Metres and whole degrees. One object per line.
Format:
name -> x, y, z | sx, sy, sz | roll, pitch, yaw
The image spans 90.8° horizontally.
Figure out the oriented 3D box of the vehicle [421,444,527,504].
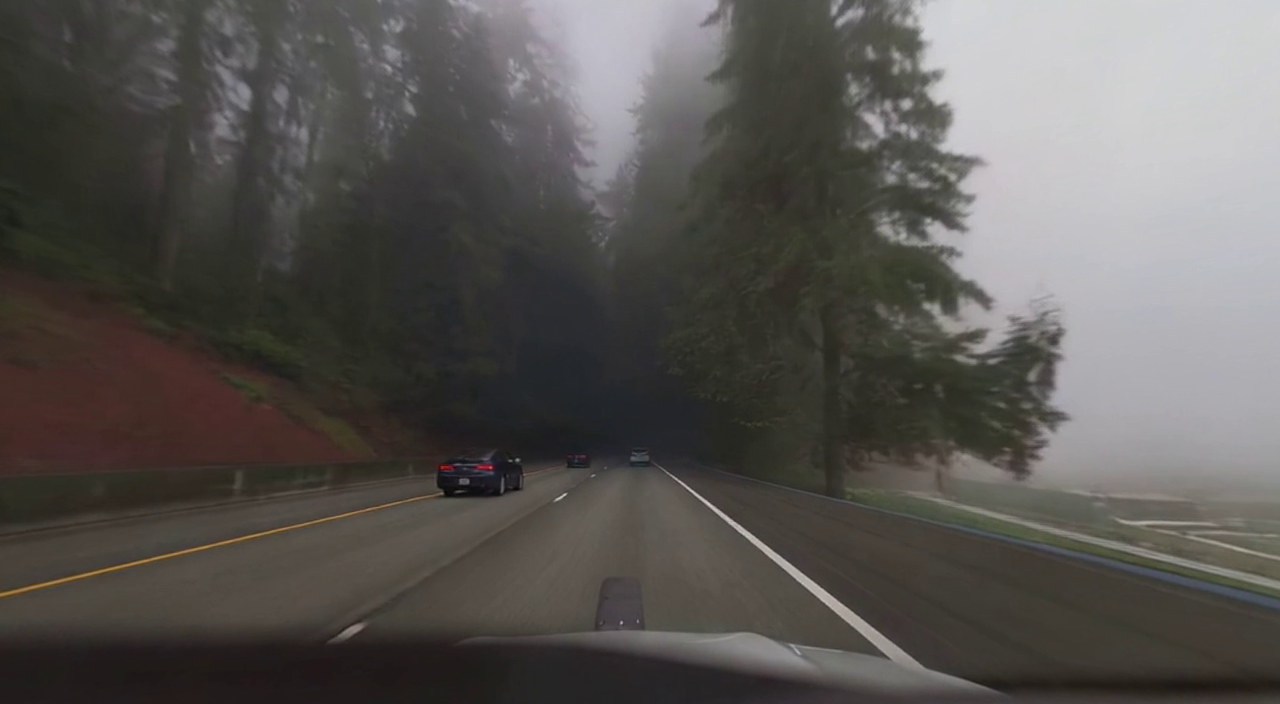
vehicle -> -4.599, 3.412, 18.159 | 1.838, 1.508, 4.317 | 0, -9, 0
